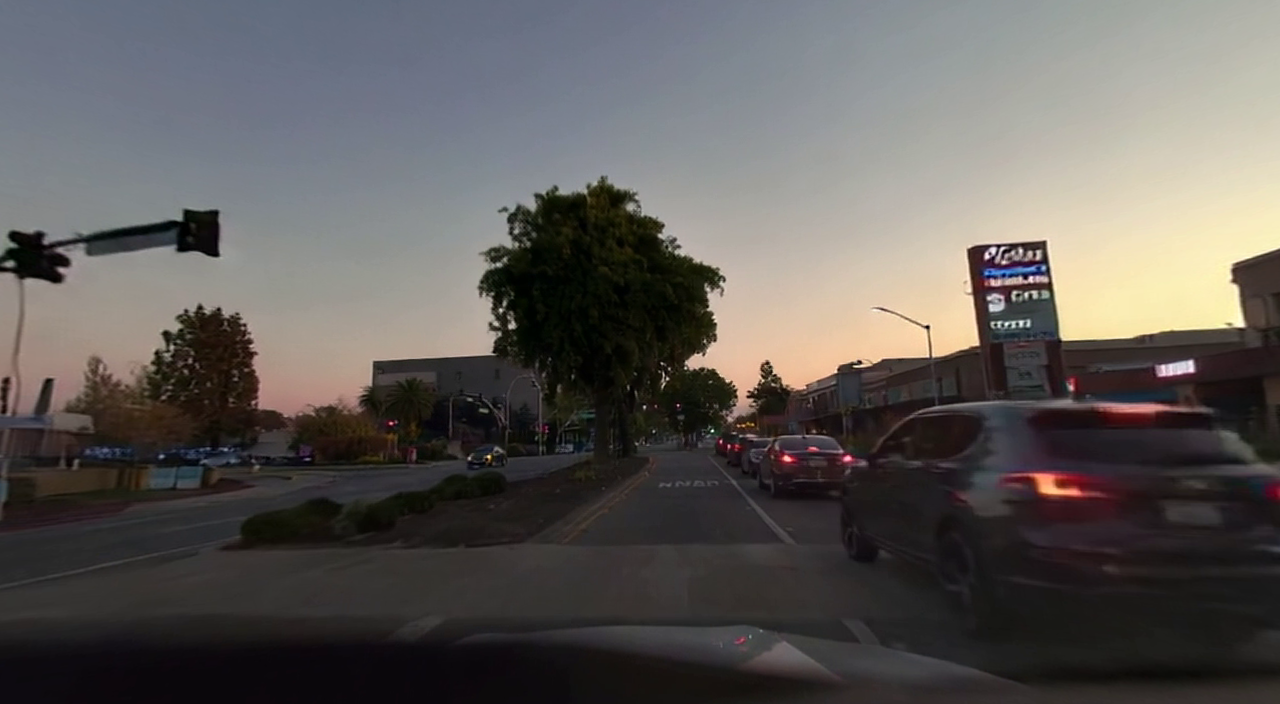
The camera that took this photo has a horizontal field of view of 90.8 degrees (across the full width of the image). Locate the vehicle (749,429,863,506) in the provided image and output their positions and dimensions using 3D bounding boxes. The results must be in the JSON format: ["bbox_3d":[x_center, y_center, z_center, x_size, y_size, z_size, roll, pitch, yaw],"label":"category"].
[{"bbox_3d":[4.255,3.027,17.068,2.061,1.744,4.752,-1,-8,4],"label":"vehicle"}]

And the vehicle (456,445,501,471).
[{"bbox_3d":[-11.399,7.485,44.900,1.979,1.724,4.334,-1,-8,2],"label":"vehicle"}]

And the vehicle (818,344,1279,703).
[{"bbox_3d":[3.314,1.223,5.496,2.428,1.816,4.959,-1,-8,4],"label":"vehicle"}]
